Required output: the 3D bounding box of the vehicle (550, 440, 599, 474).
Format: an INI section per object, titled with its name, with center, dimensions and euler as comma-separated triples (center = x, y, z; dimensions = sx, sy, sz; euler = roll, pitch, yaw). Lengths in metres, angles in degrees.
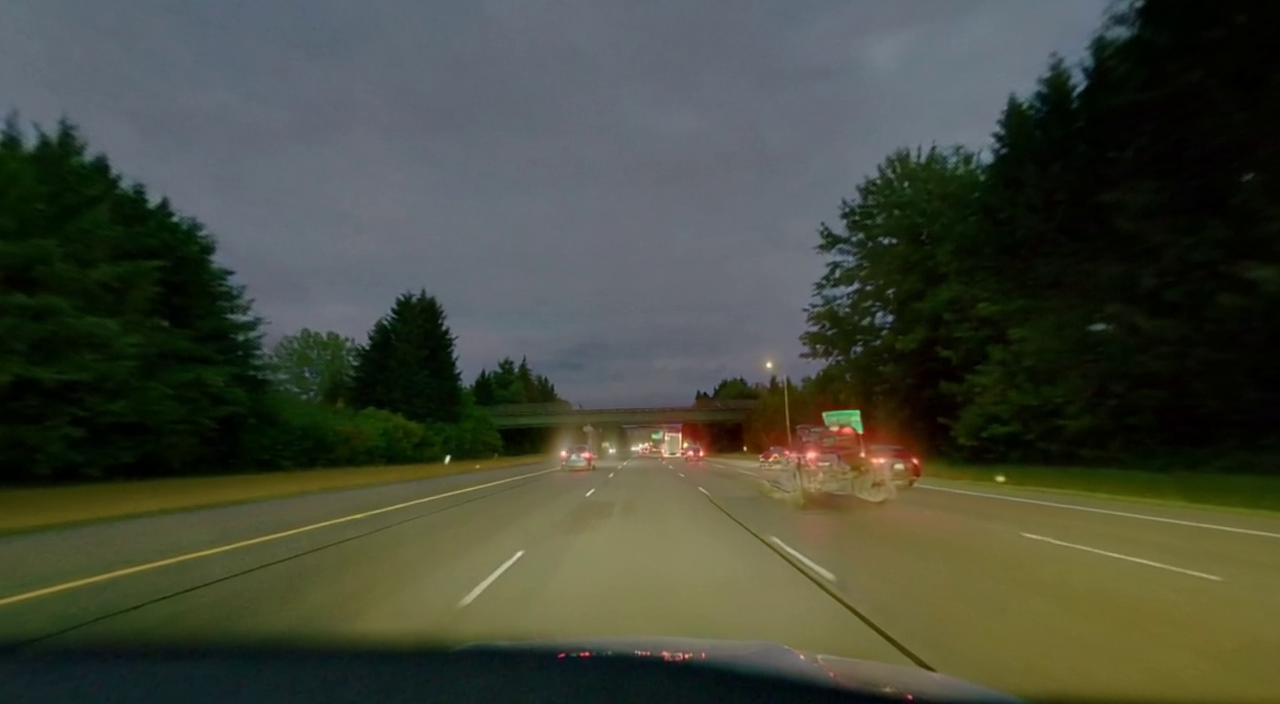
[vehicle]
center = -3.554, 5.822, 35.168
dimensions = 2.238, 1.792, 4.518
euler = 0, -9, 1
